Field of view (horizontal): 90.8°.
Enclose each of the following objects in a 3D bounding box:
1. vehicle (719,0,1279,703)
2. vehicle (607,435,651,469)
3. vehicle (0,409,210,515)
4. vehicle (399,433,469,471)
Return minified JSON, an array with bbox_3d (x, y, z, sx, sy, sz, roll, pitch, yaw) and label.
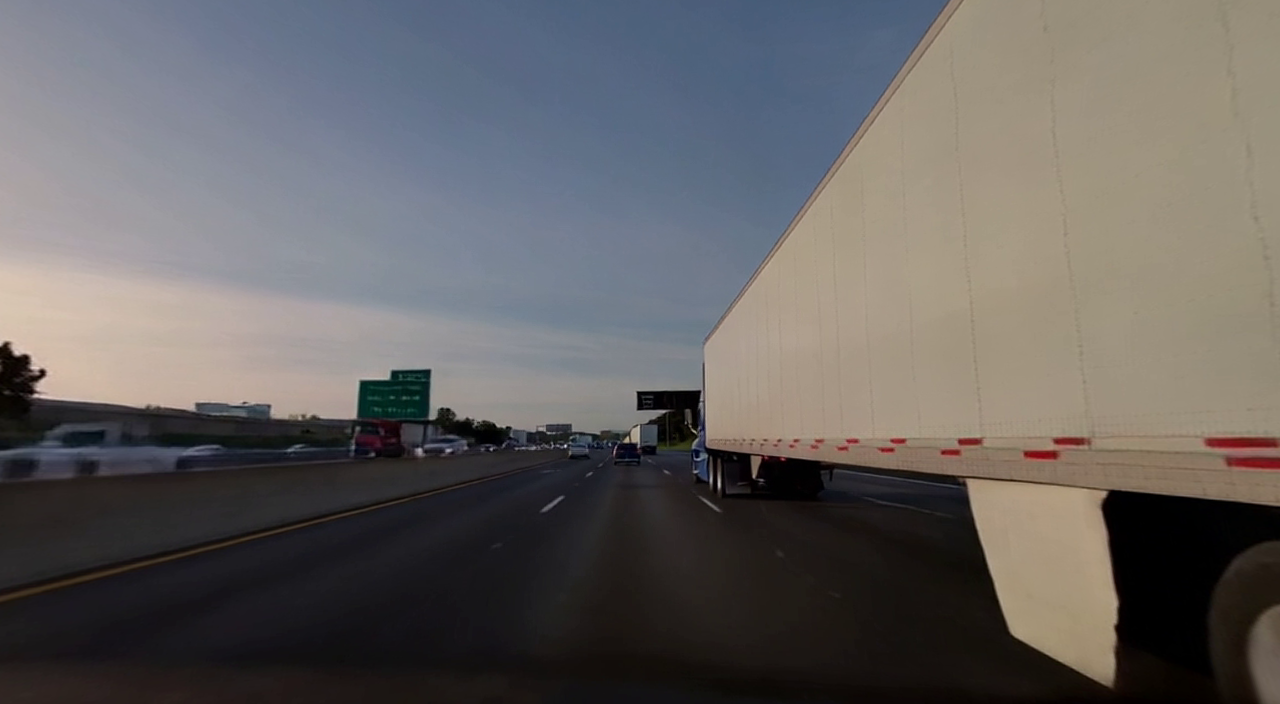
[{"bbox_3d":[3.381,0.125,6.310,2.996,4.123,15.965,0,-9,0],"label":"vehicle"},{"bbox_3d":[-0.594,5.316,33.696,2.191,1.685,4.015,0,-9,-1],"label":"vehicle"},{"bbox_3d":[-13.948,2.697,15.888,2.213,2.161,5.648,0,-9,0],"label":"vehicle"},{"bbox_3d":[-10.241,5.000,31.805,2.107,1.758,4.496,0,-9,-2],"label":"vehicle"}]
